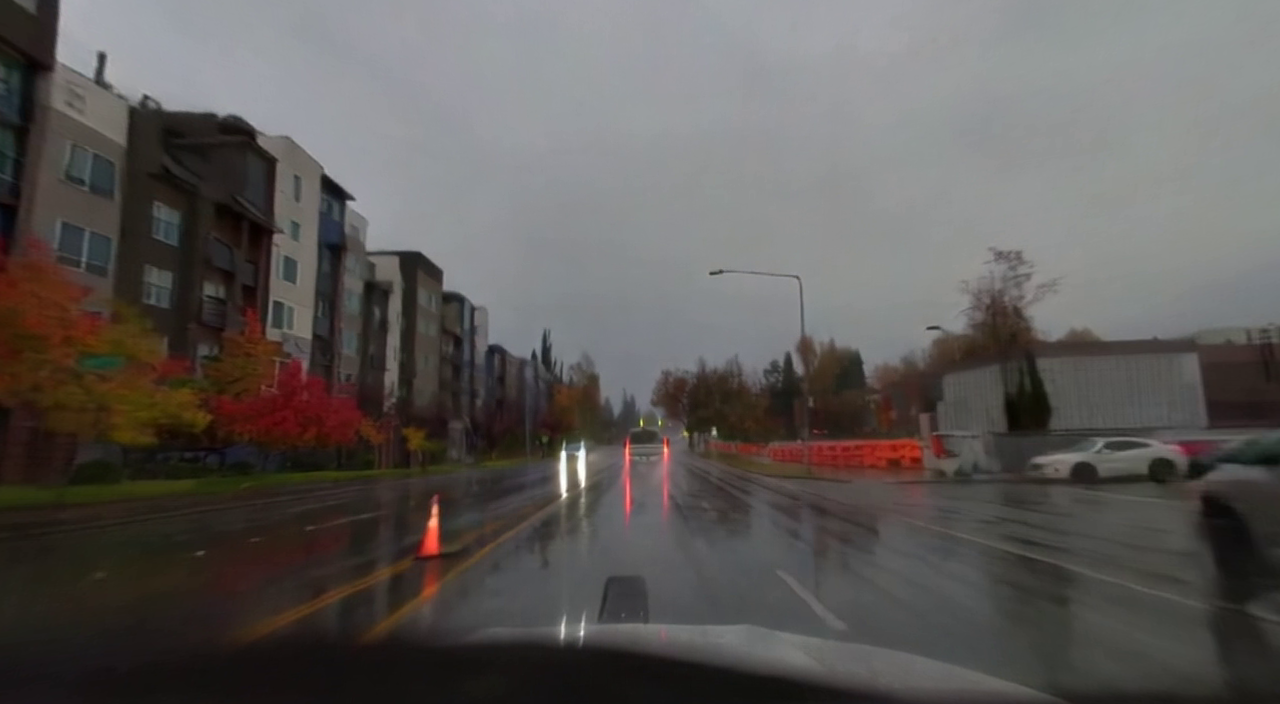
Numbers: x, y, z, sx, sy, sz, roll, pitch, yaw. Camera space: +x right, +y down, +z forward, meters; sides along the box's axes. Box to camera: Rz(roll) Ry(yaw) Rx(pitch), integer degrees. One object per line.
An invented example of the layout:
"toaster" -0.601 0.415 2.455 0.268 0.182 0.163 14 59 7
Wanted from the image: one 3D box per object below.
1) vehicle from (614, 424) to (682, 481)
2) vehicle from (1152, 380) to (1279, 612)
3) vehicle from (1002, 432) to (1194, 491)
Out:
"vehicle" 0.423 4.598 28.935 2.762 2.309 6.723 -1 -9 2
"vehicle" 5.834 0.988 3.900 2.120 1.828 5.531 -3 -9 18
"vehicle" 14.970 3.600 20.771 4.655 1.798 2.050 -1 -9 0
